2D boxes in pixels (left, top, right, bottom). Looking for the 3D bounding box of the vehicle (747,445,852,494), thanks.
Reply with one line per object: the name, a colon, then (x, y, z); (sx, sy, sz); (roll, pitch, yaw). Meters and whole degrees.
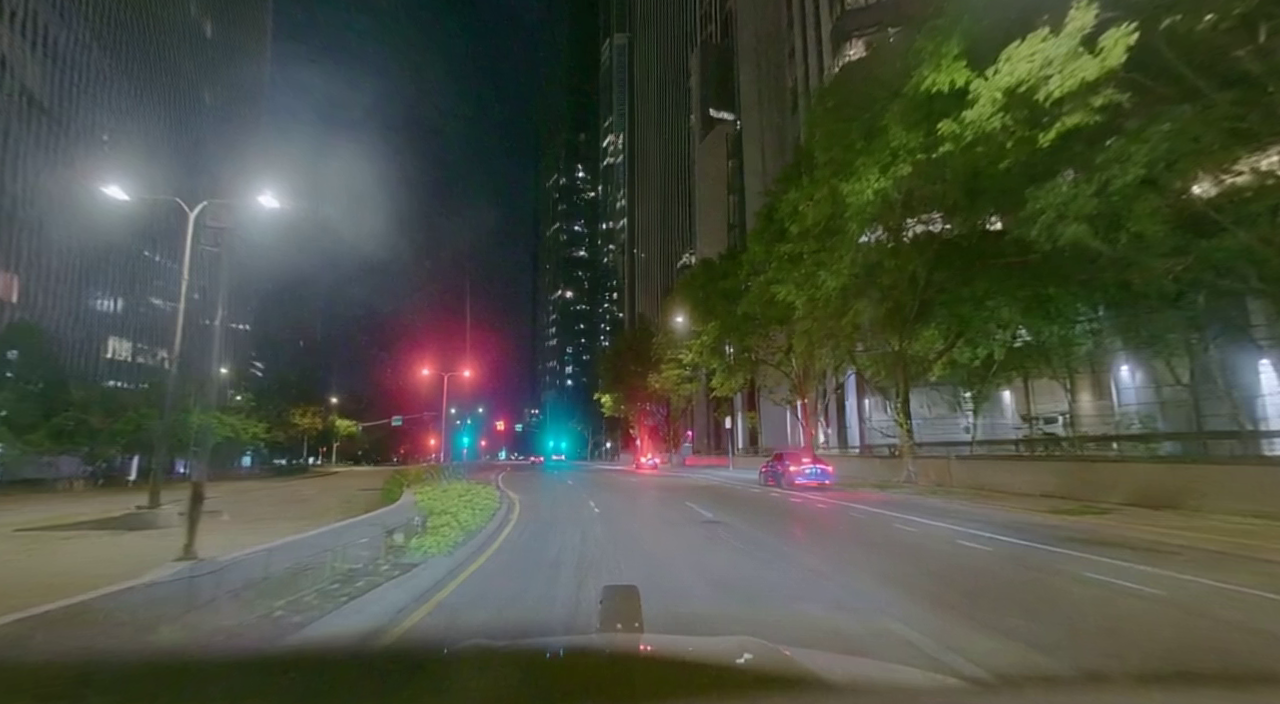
vehicle: (5.392, 4.021, 22.200); (1.984, 1.479, 5.102); (1, -8, -5)
